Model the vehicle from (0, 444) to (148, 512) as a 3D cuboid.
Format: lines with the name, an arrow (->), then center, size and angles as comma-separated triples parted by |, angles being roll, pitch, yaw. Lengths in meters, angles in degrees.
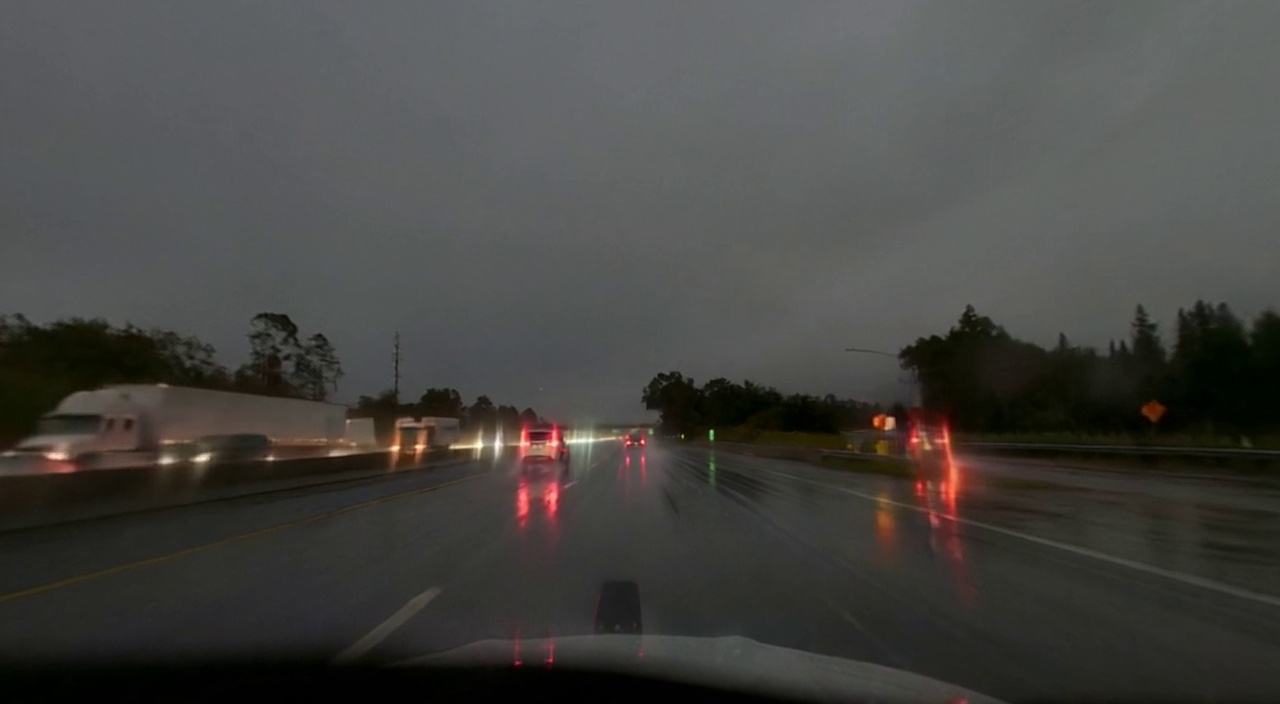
vehicle -> -15.928, 3.254, 16.756 | 1.874, 1.528, 4.714 | 0, -8, -1

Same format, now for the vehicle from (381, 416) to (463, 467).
vehicle -> -11.769, 4.891, 34.515 | 2.420, 2.524, 5.654 | 0, -8, 0

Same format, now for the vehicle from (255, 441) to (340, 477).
vehicle -> -15.913, 4.948, 29.424 | 1.846, 1.550, 3.815 | 0, -8, 0

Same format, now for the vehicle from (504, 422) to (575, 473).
vehicle -> -3.983, 3.885, 25.859 | 2.115, 1.887, 4.721 | 0, -8, 0

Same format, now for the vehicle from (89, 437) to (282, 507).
vehicle -> -11.335, 2.955, 16.119 | 1.888, 1.538, 4.057 | 0, -8, 1

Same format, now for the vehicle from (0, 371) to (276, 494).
vehicle -> -19.858, 3.342, 25.904 | 3.141, 3.906, 11.698 | 0, -8, -2
